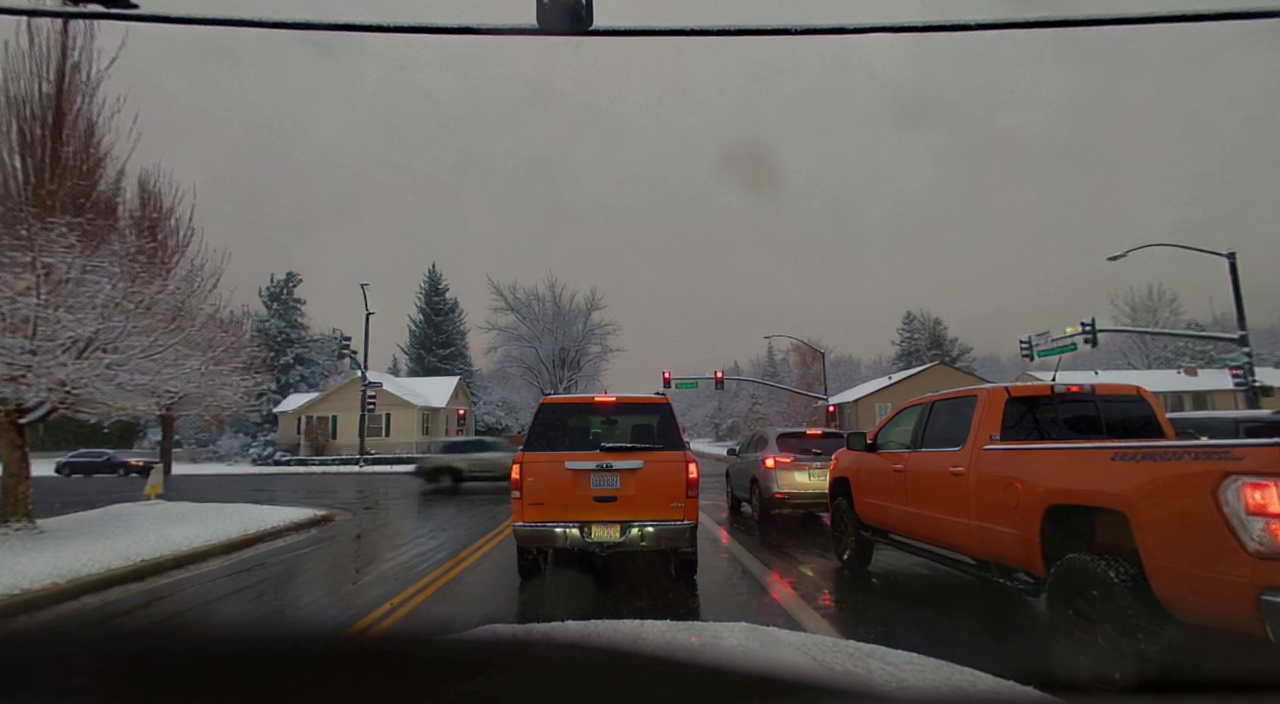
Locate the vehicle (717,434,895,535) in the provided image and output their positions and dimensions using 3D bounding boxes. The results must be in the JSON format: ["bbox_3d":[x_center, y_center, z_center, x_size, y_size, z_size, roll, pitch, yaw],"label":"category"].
[{"bbox_3d":[2.709,2.270,11.533,1.952,1.465,4.421,0,-8,-2],"label":"vehicle"}]

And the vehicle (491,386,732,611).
[{"bbox_3d":[-0.257,1.414,6.825,1.915,1.780,3.379,0,-8,-1],"label":"vehicle"}]

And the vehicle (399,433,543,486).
[{"bbox_3d":[-5.815,3.763,22.314,4.635,1.755,1.882,1,-8,-8],"label":"vehicle"}]

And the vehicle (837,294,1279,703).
[{"bbox_3d":[2.980,1.003,3.789,1.886,1.849,5.070,0,-8,-1],"label":"vehicle"}]

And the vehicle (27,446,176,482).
[{"bbox_3d":[-22.928,4.778,27.060,4.533,1.350,1.714,0,-8,-9],"label":"vehicle"}]
